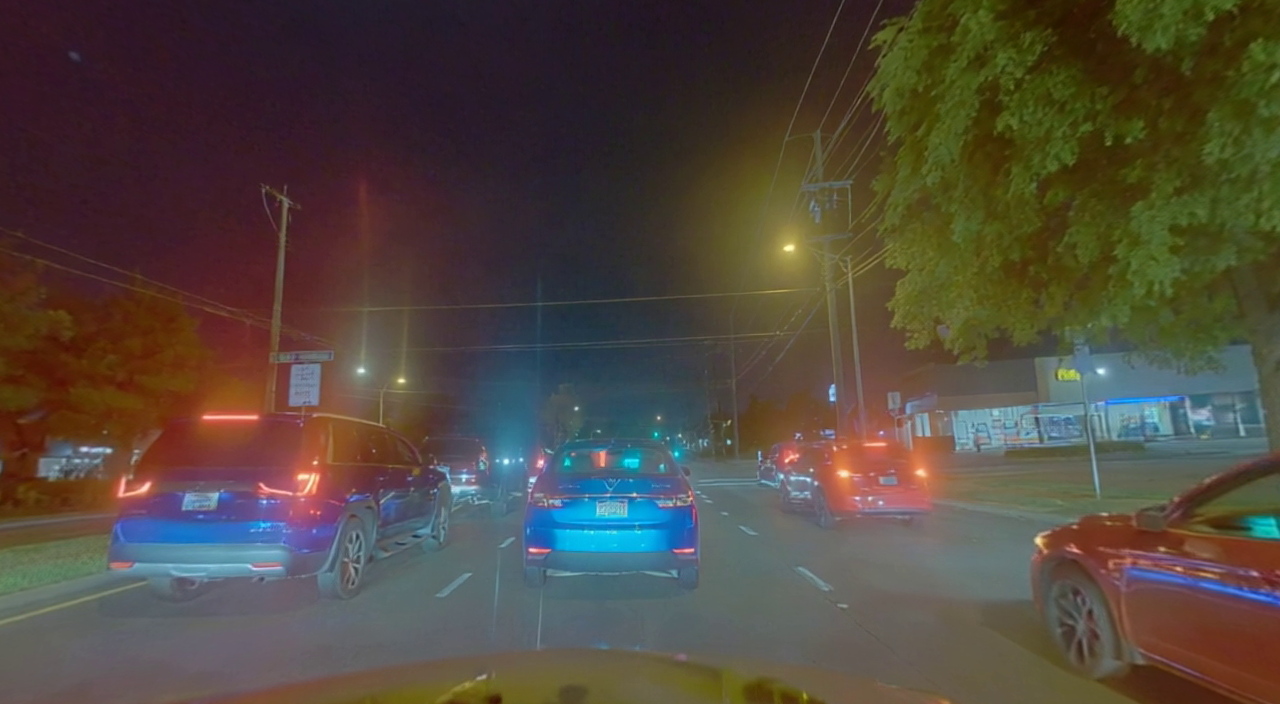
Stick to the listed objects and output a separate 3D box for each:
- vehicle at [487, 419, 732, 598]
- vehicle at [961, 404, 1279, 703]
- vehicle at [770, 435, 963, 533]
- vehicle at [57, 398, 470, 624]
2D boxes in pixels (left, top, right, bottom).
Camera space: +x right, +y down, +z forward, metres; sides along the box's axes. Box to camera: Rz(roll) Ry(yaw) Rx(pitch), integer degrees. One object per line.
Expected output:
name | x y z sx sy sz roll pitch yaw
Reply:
vehicle | -0.316 1.632 7.397 2.097 1.511 3.809 0 -9 -2
vehicle | 3.632 1.002 2.882 1.929 1.479 4.723 0 -9 1
vehicle | 3.919 2.347 11.867 1.909 1.473 4.361 0 -9 -1
vehicle | -3.436 1.525 6.998 1.979 1.697 4.254 0 -9 -1
